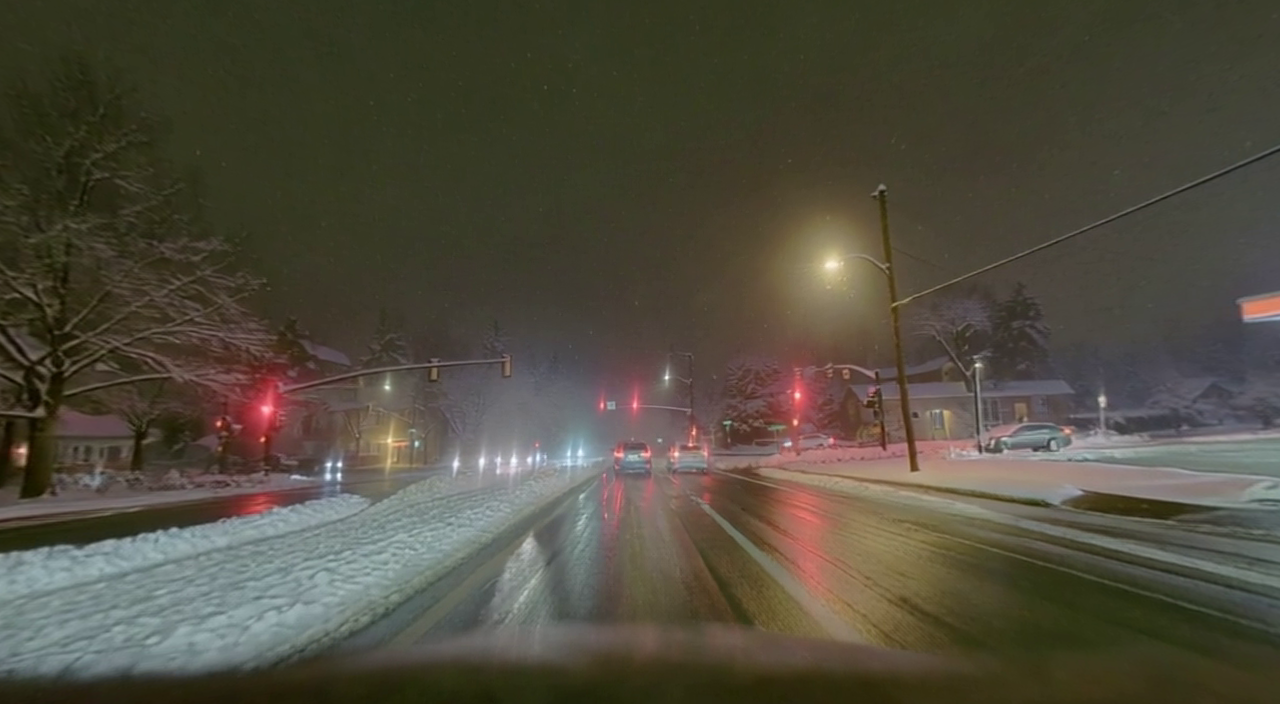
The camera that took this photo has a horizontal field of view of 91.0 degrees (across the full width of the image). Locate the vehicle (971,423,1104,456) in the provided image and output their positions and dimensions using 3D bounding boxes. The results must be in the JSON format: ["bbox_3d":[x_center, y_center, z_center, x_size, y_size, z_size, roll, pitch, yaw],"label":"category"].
[{"bbox_3d":[18.002,3.992,28.650,4.660,1.462,2.034,0,-8,0],"label":"vehicle"}]

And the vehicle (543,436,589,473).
[{"bbox_3d":[-4.010,5.617,34.676,2.139,1.851,3.970,0,-8,-2],"label":"vehicle"}]

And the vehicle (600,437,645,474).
[{"bbox_3d":[-0.802,5.189,31.803,2.146,1.742,4.095,0,-8,0],"label":"vehicle"}]

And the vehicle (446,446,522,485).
[{"bbox_3d":[-6.341,4.632,26.087,2.033,1.442,4.668,0,-8,-1],"label":"vehicle"}]

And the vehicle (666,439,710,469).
[{"bbox_3d":[2.756,6.022,37.245,2.103,1.647,4.318,0,-8,-2],"label":"vehicle"}]
